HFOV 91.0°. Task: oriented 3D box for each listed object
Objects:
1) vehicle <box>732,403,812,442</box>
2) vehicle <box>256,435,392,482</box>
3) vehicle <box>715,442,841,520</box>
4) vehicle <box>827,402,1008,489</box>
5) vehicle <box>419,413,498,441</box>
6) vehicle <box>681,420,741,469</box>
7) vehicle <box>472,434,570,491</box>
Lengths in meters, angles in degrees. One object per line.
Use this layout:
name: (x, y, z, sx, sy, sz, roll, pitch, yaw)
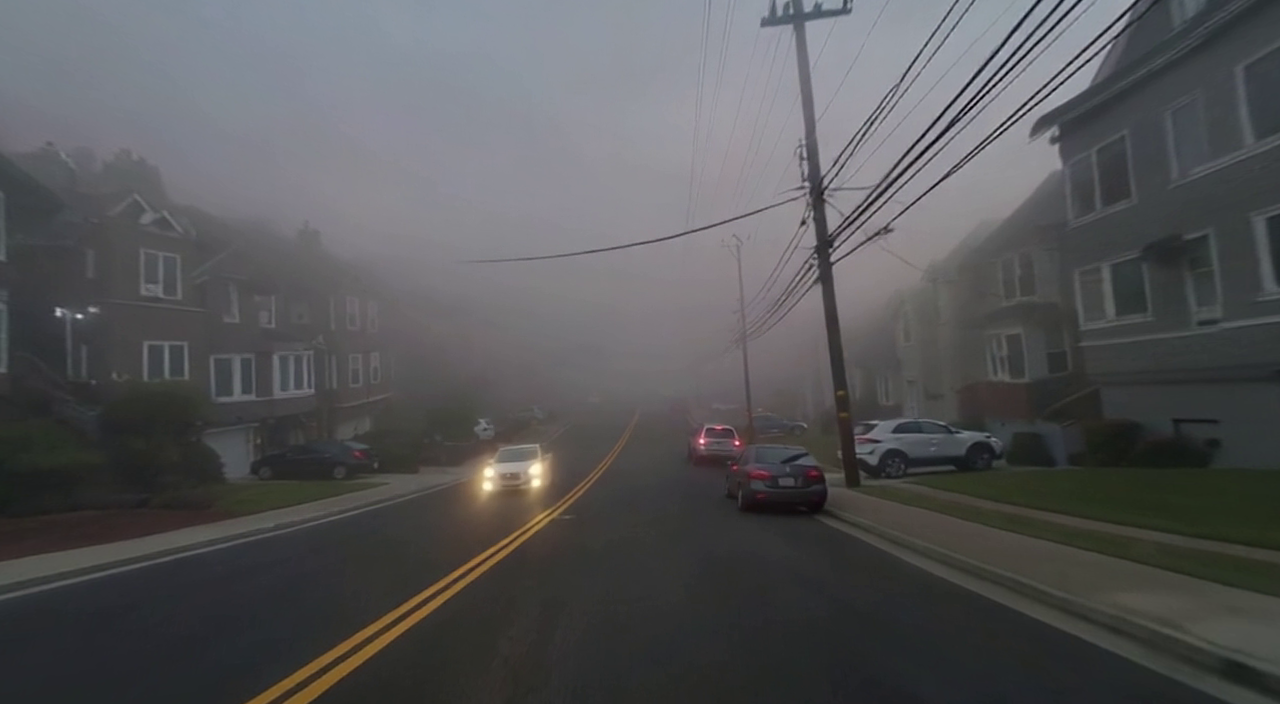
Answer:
vehicle: (8.572, 4.650, 41.212, 4.622, 1.826, 2.065, -8, -9, 0)
vehicle: (-11.989, 4.051, 24.139, 4.236, 1.654, 1.745, 0, -8, -5)
vehicle: (2.943, 2.851, 14.505, 2.063, 1.503, 4.415, 0, -9, 2)
vehicle: (8.119, 2.768, 18.726, 4.286, 2.044, 1.913, -5, -8, -1)
vehicle: (-12.015, 5.013, 41.812, 4.525, 1.797, 2.024, -1, -9, 5)
vehicle: (3.185, 4.220, 29.369, 2.211, 1.860, 4.813, 0, -4, 0)
vehicle: (-3.587, 3.395, 19.852, 2.096, 1.542, 4.481, 0, -7, 2)
